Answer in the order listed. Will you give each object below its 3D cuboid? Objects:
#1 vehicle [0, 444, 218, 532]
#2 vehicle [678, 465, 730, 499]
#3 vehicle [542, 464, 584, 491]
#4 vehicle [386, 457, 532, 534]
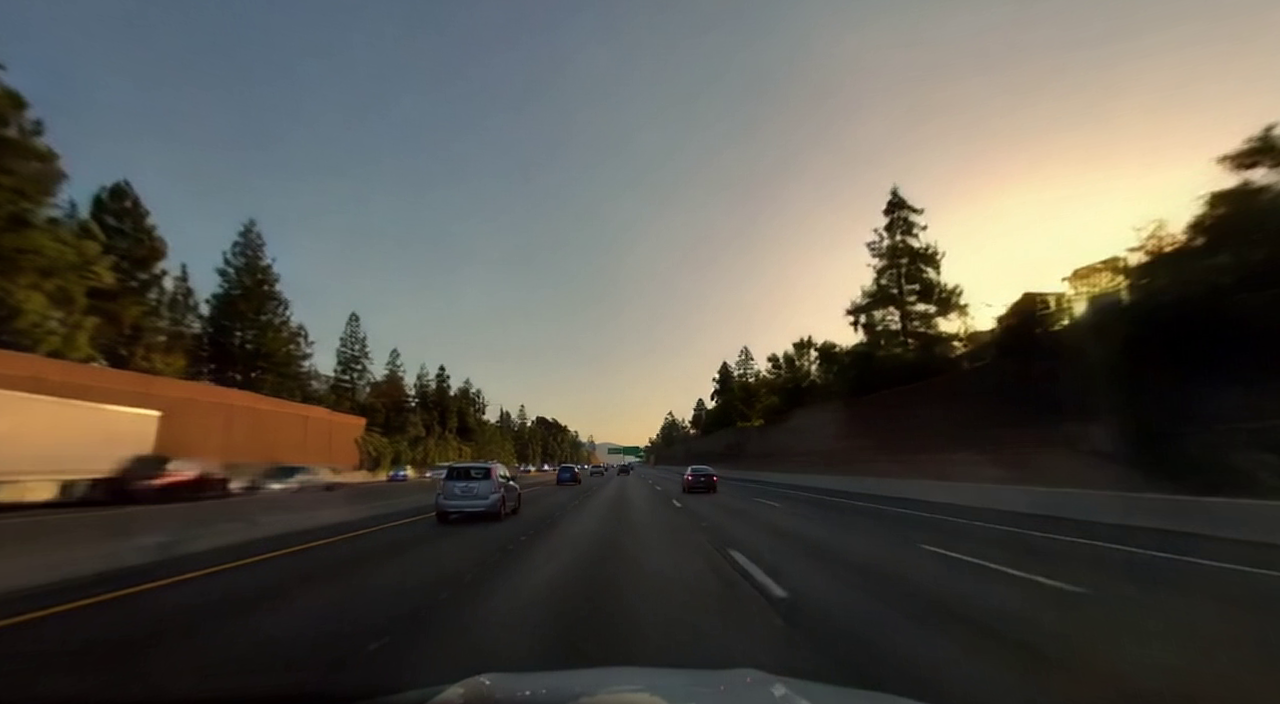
[{"bbox_3d":[-13.884,3.437,16.390,2.102,1.857,5.552,1,-11,-2],"label":"vehicle"},{"bbox_3d":[3.047,6.332,30.972,1.981,1.516,4.109,1,-11,-2],"label":"vehicle"},{"bbox_3d":[-4.445,7.297,36.821,2.000,1.484,3.995,1,-11,-1],"label":"vehicle"},{"bbox_3d":[-3.979,3.271,14.837,2.004,1.468,4.812,1,-11,0],"label":"vehicle"}]
